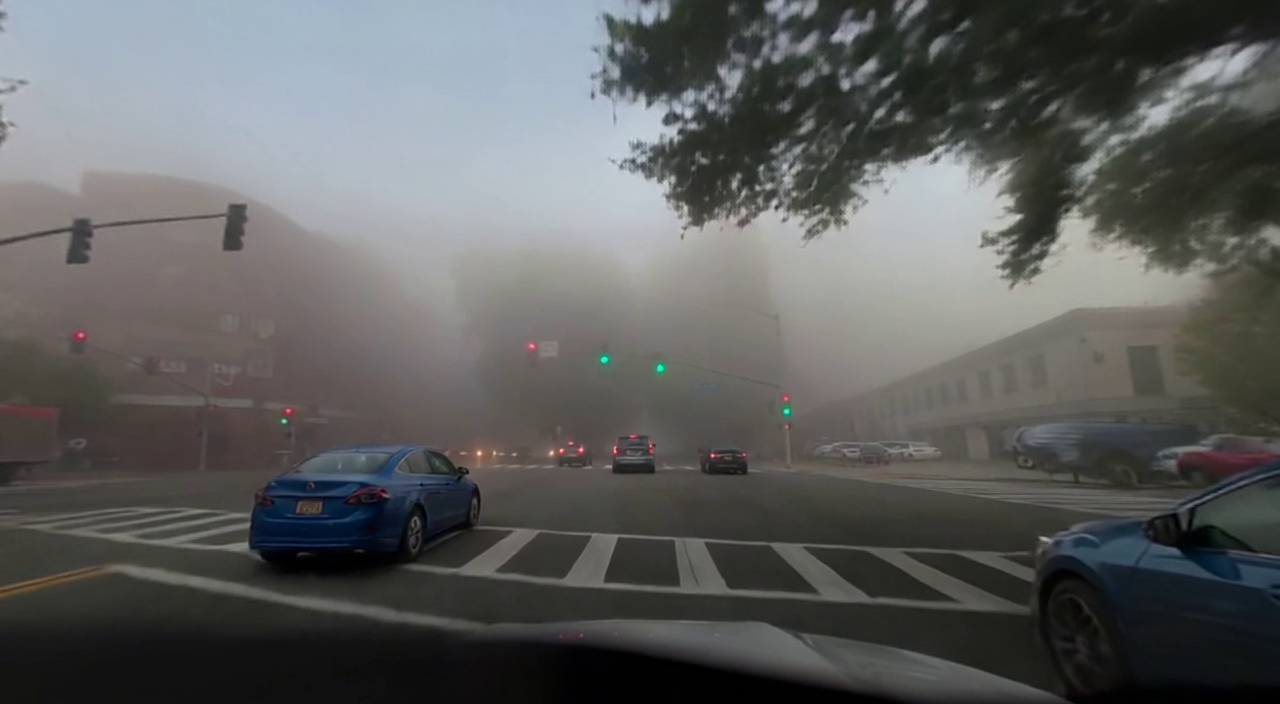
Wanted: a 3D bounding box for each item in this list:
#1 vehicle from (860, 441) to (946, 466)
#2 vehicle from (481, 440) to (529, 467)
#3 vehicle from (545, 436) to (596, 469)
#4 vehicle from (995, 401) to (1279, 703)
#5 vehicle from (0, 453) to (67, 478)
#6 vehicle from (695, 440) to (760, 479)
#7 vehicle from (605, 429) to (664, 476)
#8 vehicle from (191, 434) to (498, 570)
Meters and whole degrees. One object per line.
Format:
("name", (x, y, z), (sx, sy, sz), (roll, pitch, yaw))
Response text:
("vehicle", (16.172, 6.279, 38.951), (4.407, 1.492, 1.930), (0, -8, 2))
("vehicle", (-8.749, 6.601, 41.285), (2.059, 1.559, 4.709), (-4, -8, 1))
("vehicle", (-3.576, 5.252, 33.140), (2.130, 1.645, 3.995), (0, -8, 1))
("vehicle", (3.179, 0.829, 1.562), (2.052, 1.475, 4.540), (0, -8, 2))
("vehicle", (-39.832, 7.228, 40.124), (4.458, 1.494, 1.849), (2, -9, -14))
("vehicle", (3.493, 4.379, 26.009), (2.058, 1.472, 4.317), (0, -8, 0))
("vehicle", (-0.215, 4.394, 27.813), (2.361, 1.898, 4.465), (0, -8, 0))
("vehicle", (-3.482, 1.826, 8.467), (2.115, 1.369, 3.908), (0, -8, 2))
